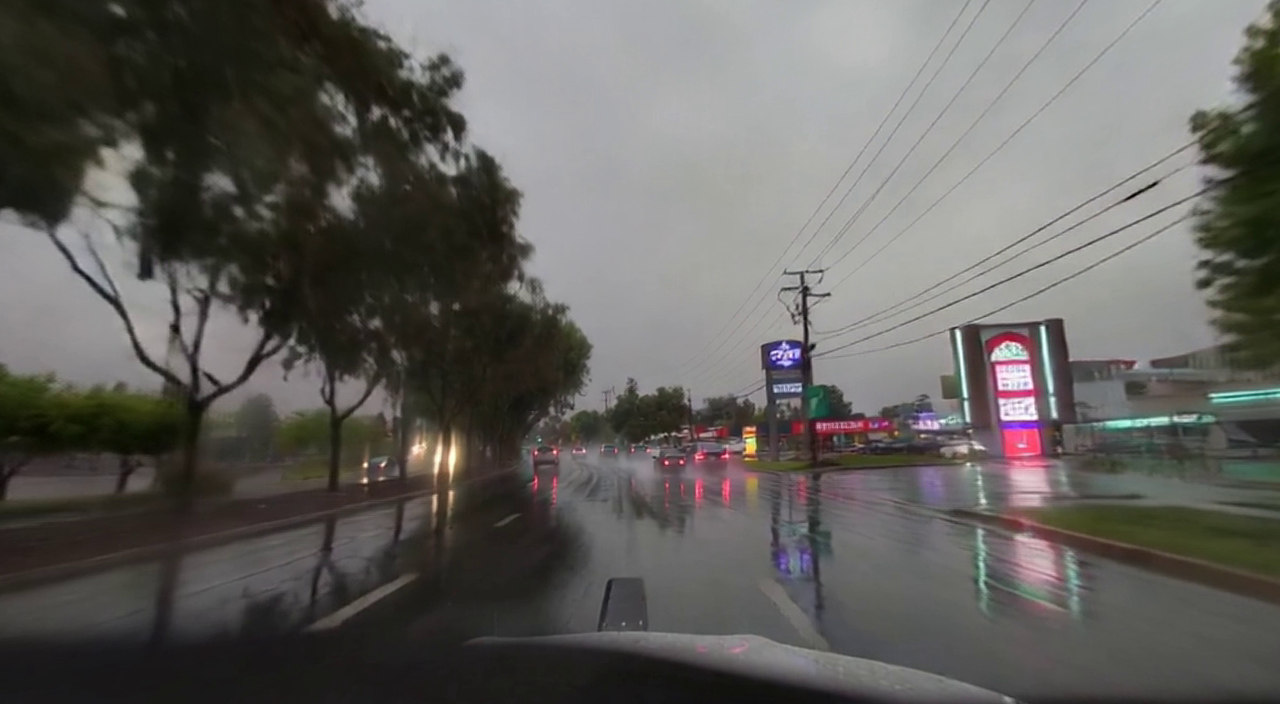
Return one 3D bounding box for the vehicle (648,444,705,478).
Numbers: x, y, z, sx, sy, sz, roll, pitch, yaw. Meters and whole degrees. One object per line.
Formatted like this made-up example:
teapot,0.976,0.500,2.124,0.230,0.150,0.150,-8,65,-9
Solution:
vehicle,1.617,5.120,29.888,2.130,1.476,4.453,0,-9,-4
